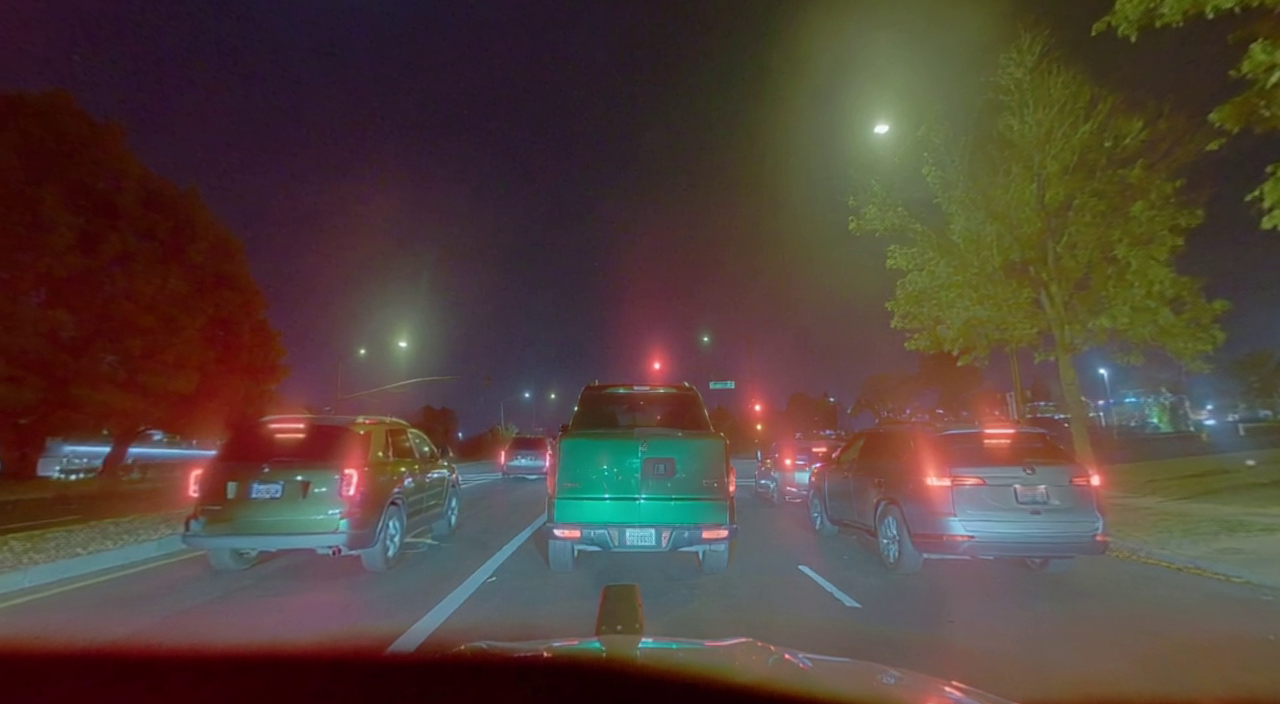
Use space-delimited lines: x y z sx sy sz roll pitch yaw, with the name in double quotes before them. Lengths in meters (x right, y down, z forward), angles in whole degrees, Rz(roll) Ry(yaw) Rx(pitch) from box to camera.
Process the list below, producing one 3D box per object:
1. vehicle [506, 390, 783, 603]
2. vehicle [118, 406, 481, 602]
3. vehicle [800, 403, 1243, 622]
"vehicle" 0.017 1.488 7.252 2.294 1.761 3.857 0 -9 -1
"vehicle" -3.378 1.579 7.400 1.961 1.639 4.064 0 -9 0
"vehicle" 3.475 1.552 7.055 2.202 1.657 4.298 0 -9 -1
